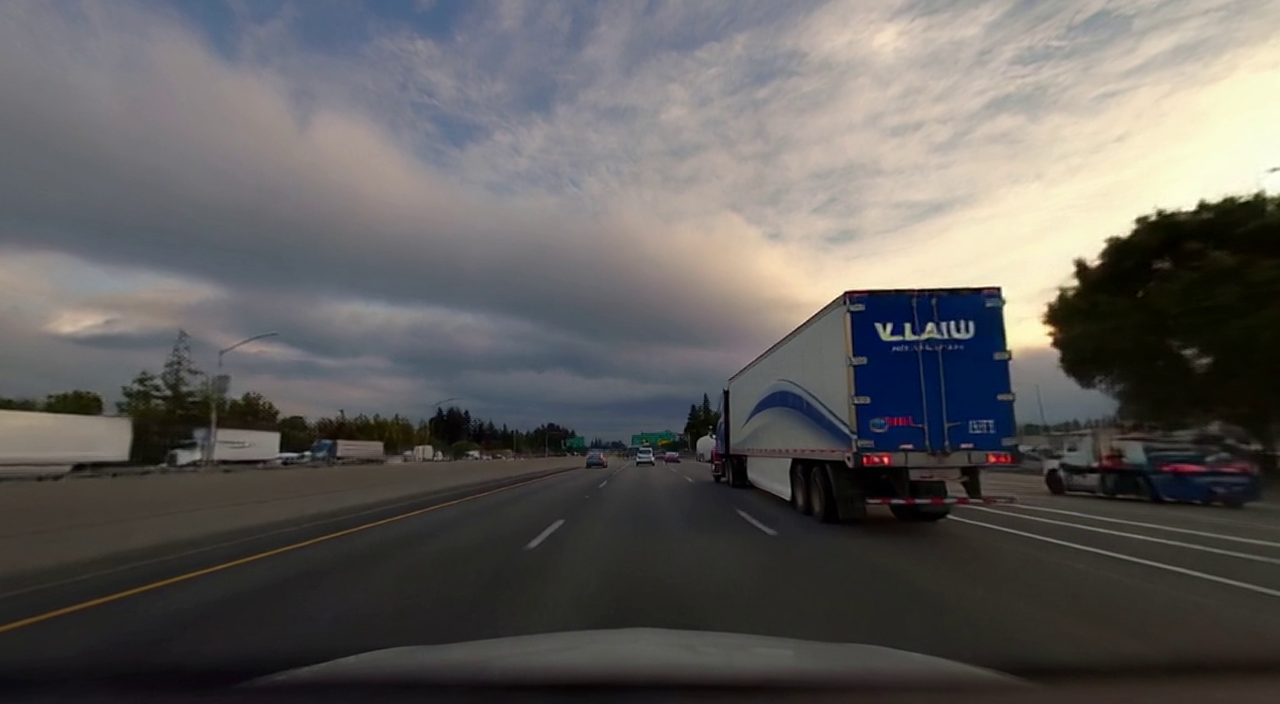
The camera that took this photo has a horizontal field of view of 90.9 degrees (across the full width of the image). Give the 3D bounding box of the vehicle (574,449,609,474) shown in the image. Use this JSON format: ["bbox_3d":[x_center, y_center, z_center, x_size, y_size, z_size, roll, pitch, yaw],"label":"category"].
[{"bbox_3d":[-3.361,7.717,44.562,2.107,1.626,4.804,0,-9,0],"label":"vehicle"}]

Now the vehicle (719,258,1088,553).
[{"bbox_3d":[4.454,1.754,15.749,2.847,4.075,14.244,0,-9,-1],"label":"vehicle"}]

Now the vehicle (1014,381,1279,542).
[{"bbox_3d":[18.035,3.533,20.785,2.858,4.111,14.077,0,-9,0],"label":"vehicle"}]

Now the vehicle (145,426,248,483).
[{"bbox_3d":[-30.550,7.087,43.783,2.960,3.677,5.863,1,-9,-4],"label":"vehicle"}]

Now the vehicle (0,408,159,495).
[{"bbox_3d":[-30.817,4.841,30.948,2.831,3.967,14.344,1,-8,1],"label":"vehicle"}]

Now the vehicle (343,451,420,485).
[{"bbox_3d":[-11.878,5.314,29.215,1.759,1.438,4.117,0,-9,1],"label":"vehicle"}]
